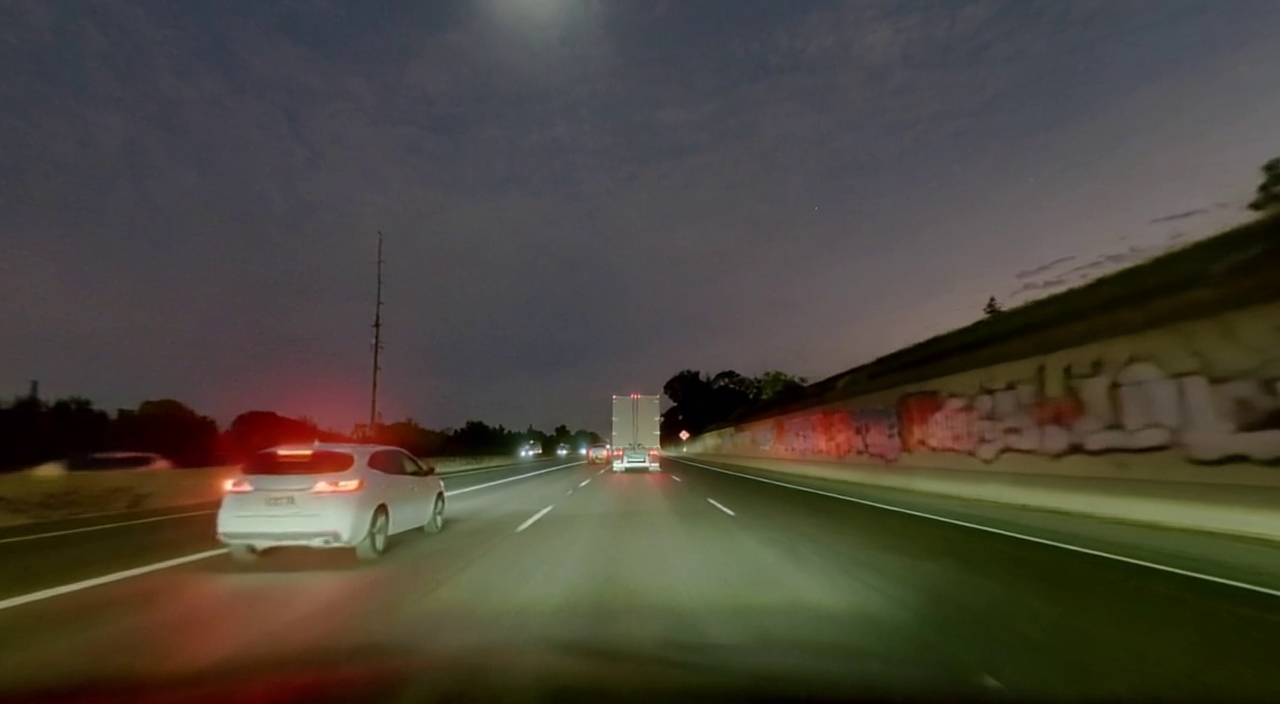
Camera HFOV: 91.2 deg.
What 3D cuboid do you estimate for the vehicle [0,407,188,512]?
[{"bbox_3d":[-15.682,2.861,16.900,2.268,2.338,6.379,0,-9,-1],"label":"vehicle"}]

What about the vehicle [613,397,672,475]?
[{"bbox_3d":[-0.051,5.167,37.782,3.042,4.023,10.832,0,-9,-2],"label":"vehicle"}]

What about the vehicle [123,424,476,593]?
[{"bbox_3d":[-3.698,1.770,7.901,2.158,1.538,4.047,0,-9,0],"label":"vehicle"}]
